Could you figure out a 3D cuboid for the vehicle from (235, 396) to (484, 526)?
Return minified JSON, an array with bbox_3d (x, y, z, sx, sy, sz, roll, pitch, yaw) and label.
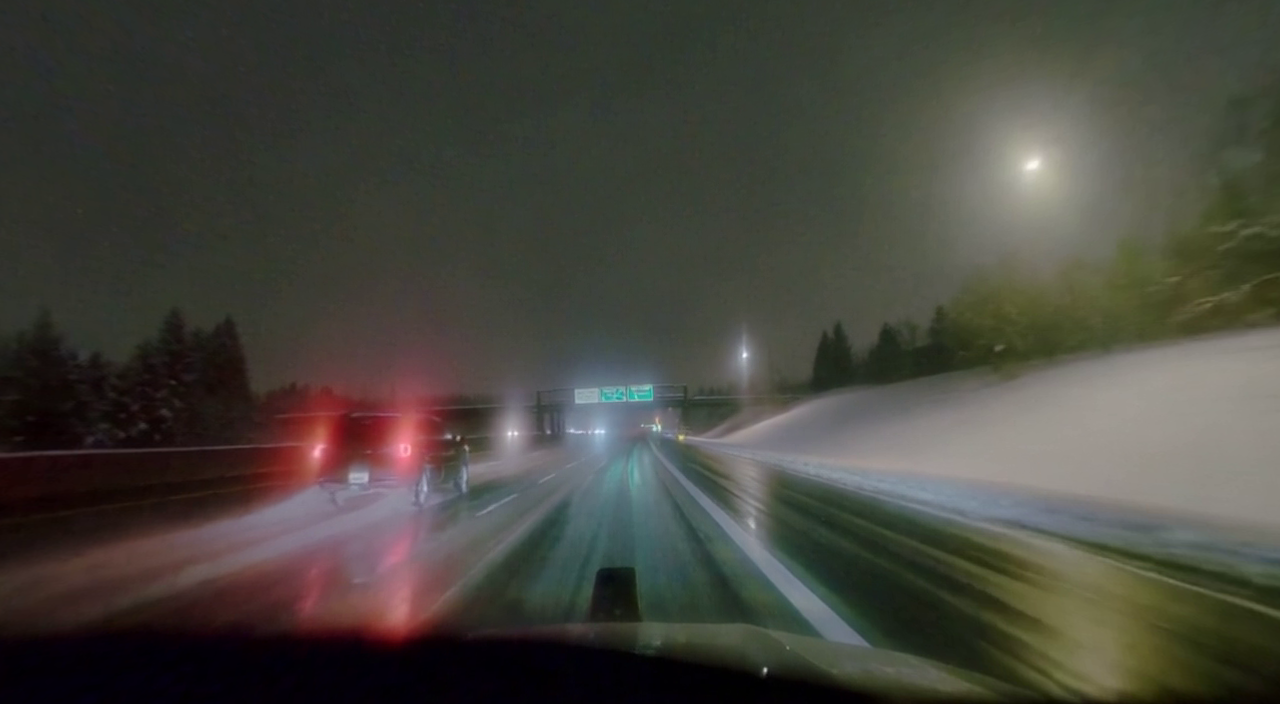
[{"bbox_3d":[-4.347,1.781,10.854,2.153,1.730,4.772,0,-8,-1],"label":"vehicle"}]
